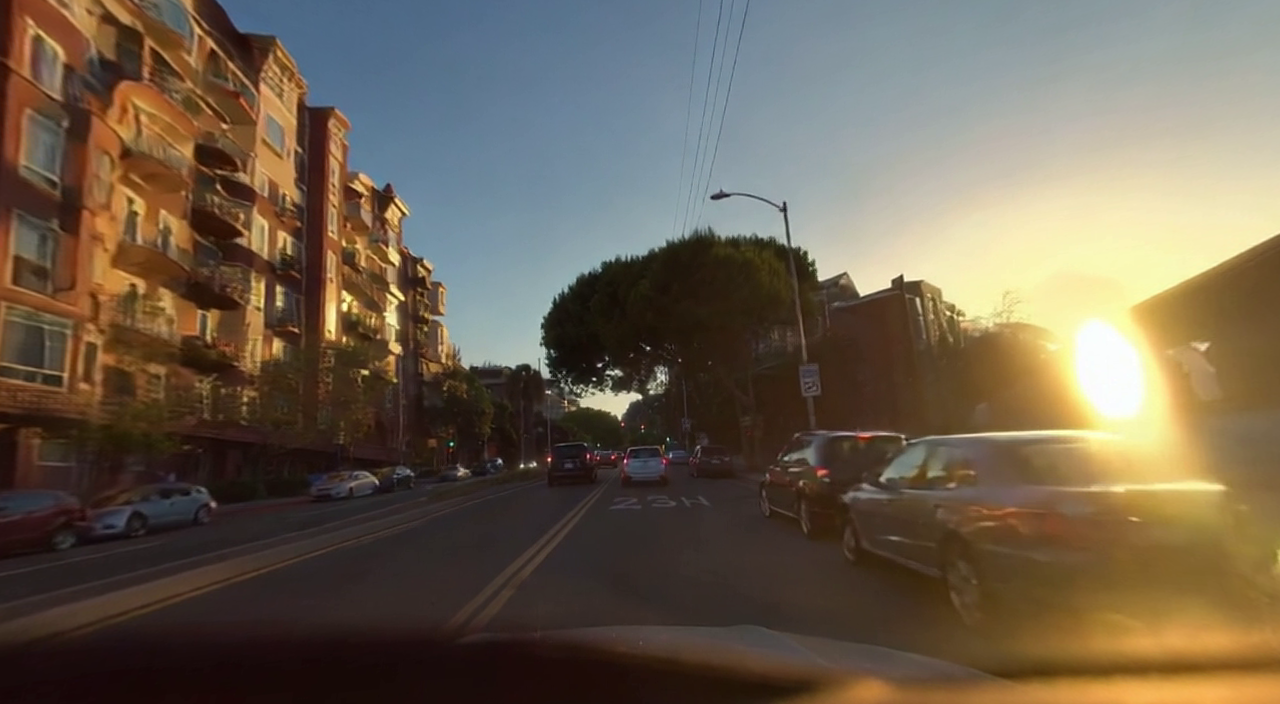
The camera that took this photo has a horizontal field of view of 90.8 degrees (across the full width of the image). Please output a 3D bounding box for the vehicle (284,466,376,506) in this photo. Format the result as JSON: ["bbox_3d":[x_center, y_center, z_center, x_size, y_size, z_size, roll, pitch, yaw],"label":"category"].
[{"bbox_3d":[-13.715,5.926,28.278,1.907,1.480,4.498,0,-9,-1],"label":"vehicle"}]

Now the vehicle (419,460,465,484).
[{"bbox_3d":[-13.735,8.327,44.021,1.844,1.499,4.421,0,-9,-1],"label":"vehicle"}]

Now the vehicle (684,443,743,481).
[{"bbox_3d":[3.179,4.883,28.414,2.077,1.532,4.694,0,-9,0],"label":"vehicle"}]

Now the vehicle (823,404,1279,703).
[{"bbox_3d":[3.108,1.384,5.423,1.828,1.565,4.392,0,-9,1],"label":"vehicle"}]

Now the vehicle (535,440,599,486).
[{"bbox_3d":[-2.915,4.559,26.238,2.065,1.705,4.353,0,-9,1],"label":"vehicle"}]

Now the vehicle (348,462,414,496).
[{"bbox_3d":[-13.672,6.694,33.600,1.839,1.594,4.055,0,-9,-1],"label":"vehicle"}]

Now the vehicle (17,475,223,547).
[{"bbox_3d":[-13.689,4.177,17.054,1.837,1.470,4.263,0,-9,1],"label":"vehicle"}]

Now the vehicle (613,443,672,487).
[{"bbox_3d":[0.102,4.226,23.844,2.026,1.496,3.701,0,-9,0],"label":"vehicle"}]
